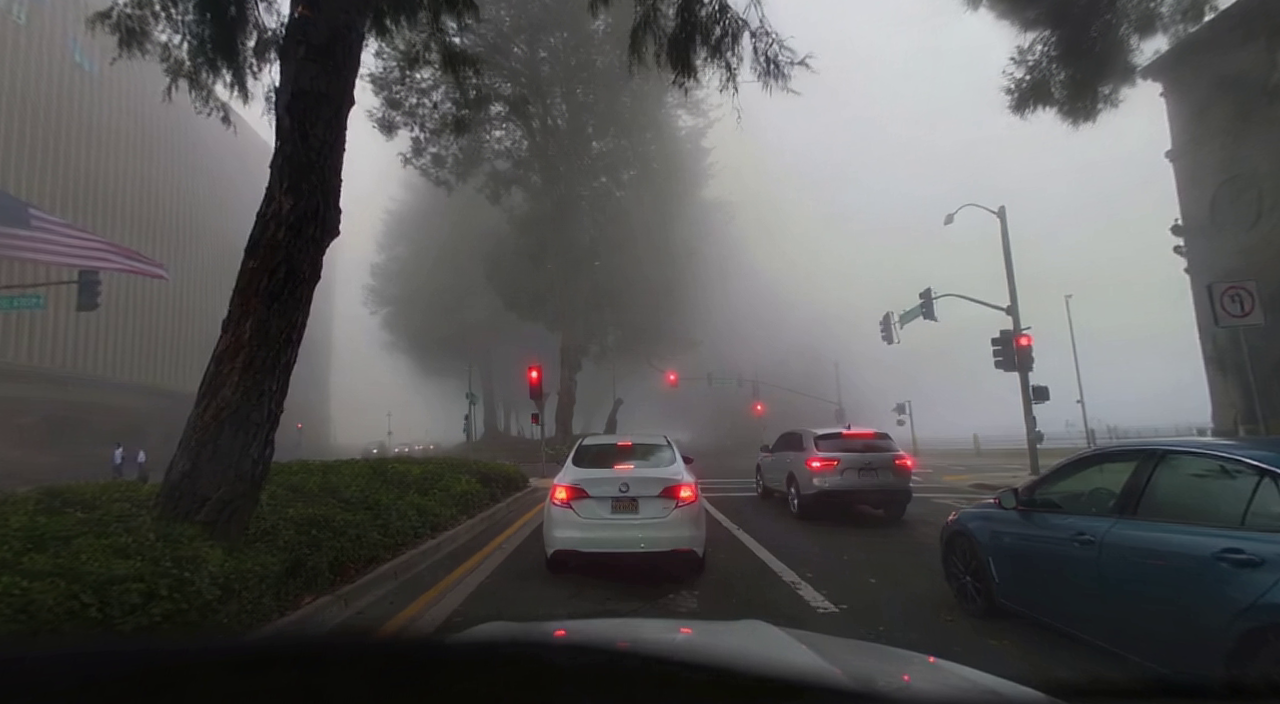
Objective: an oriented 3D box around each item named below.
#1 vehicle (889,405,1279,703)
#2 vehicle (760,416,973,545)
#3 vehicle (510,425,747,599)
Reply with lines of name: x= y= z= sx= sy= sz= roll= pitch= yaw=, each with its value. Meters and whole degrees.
vehicle: x=3.380 y=1.173 z=3.990 sx=1.833 sy=1.465 sz=4.258 roll=0 pitch=-8 yaw=-1
vehicle: x=3.517 y=2.087 z=10.945 sx=1.978 sy=1.738 sz=4.599 roll=0 pitch=-8 yaw=0
vehicle: x=-0.107 y=1.706 z=7.552 sx=2.096 sy=1.521 sz=3.747 roll=0 pitch=-8 yaw=0
